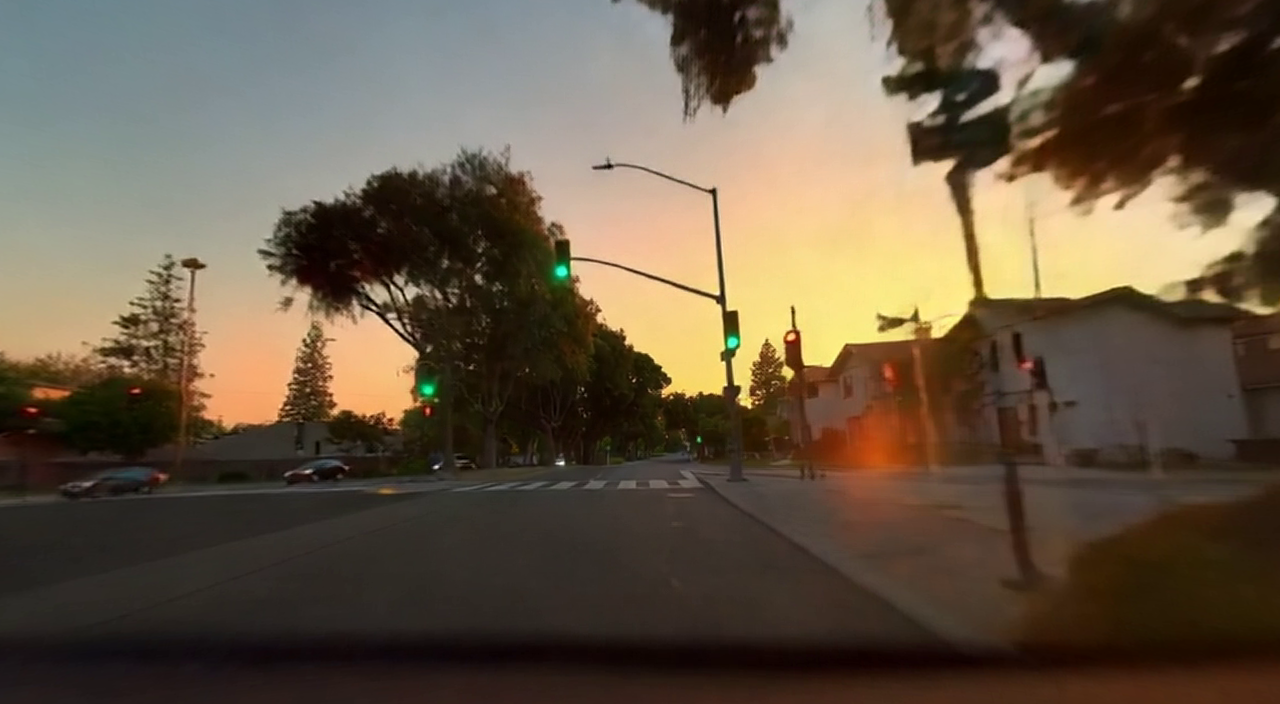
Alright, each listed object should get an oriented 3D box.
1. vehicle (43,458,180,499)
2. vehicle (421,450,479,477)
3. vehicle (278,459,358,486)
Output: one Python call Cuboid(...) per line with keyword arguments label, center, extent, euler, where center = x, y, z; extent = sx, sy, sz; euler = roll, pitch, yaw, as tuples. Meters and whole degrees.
Cuboid(label="vehicle", center=(-26.424, 6.289, 31.783), extent=(1.907, 1.766, 4.804), euler=(-5, -10, 30))
Cuboid(label="vehicle", center=(-13.559, 7.938, 45.432), extent=(2.106, 1.782, 4.974), euler=(-1, -9, 7))
Cuboid(label="vehicle", center=(-21.061, 7.888, 41.496), extent=(1.862, 1.529, 4.370), euler=(-4, -9, 24))
